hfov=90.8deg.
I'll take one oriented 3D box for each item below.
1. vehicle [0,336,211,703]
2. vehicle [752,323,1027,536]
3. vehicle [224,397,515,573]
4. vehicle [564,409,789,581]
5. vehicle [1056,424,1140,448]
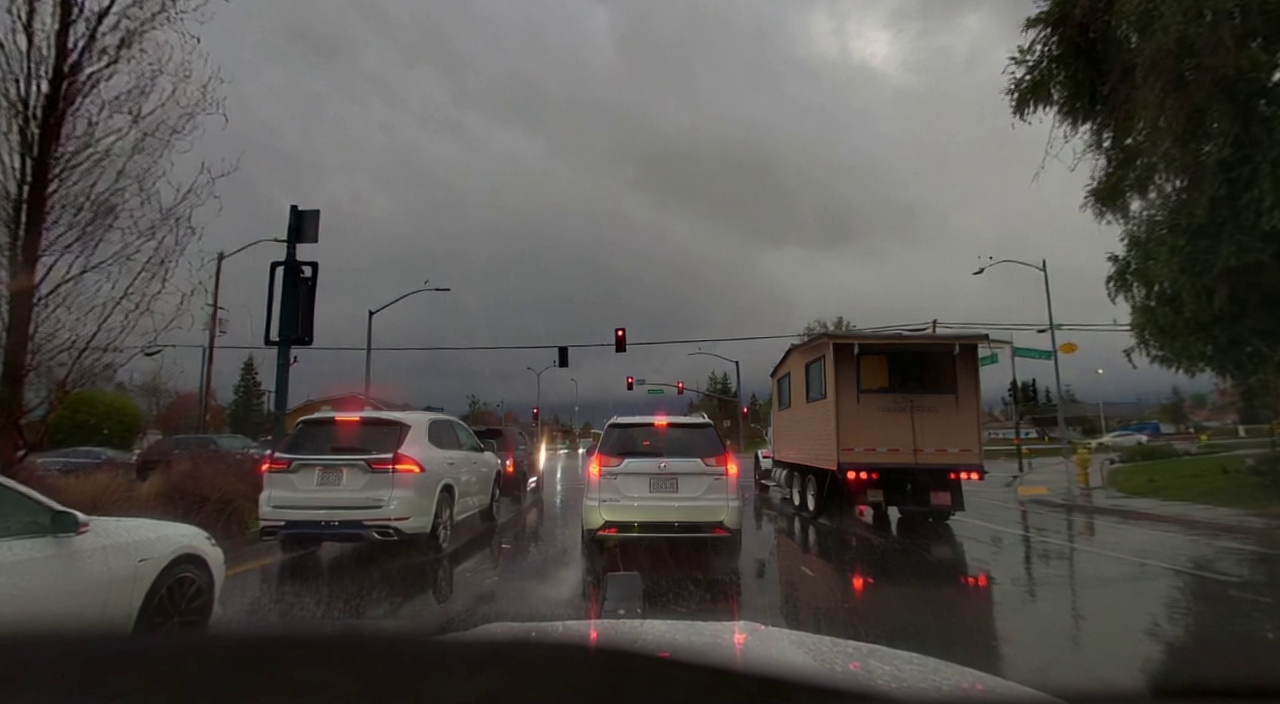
[{"bbox_3d":[-3.420,0.677,1.480,1.952,1.730,4.116,0,-9,-1],"label":"vehicle"},{"bbox_3d":[3.693,1.395,11.001,2.531,2.750,5.595,0,-9,1],"label":"vehicle"},{"bbox_3d":[-3.261,1.714,8.852,2.085,1.812,4.388,0,-9,0],"label":"vehicle"},{"bbox_3d":[0.365,1.710,8.314,2.189,1.649,4.171,0,-9,0],"label":"vehicle"},{"bbox_3d":[33.161,6.141,45.892,4.671,1.595,1.824,-6,-10,31],"label":"vehicle"}]
